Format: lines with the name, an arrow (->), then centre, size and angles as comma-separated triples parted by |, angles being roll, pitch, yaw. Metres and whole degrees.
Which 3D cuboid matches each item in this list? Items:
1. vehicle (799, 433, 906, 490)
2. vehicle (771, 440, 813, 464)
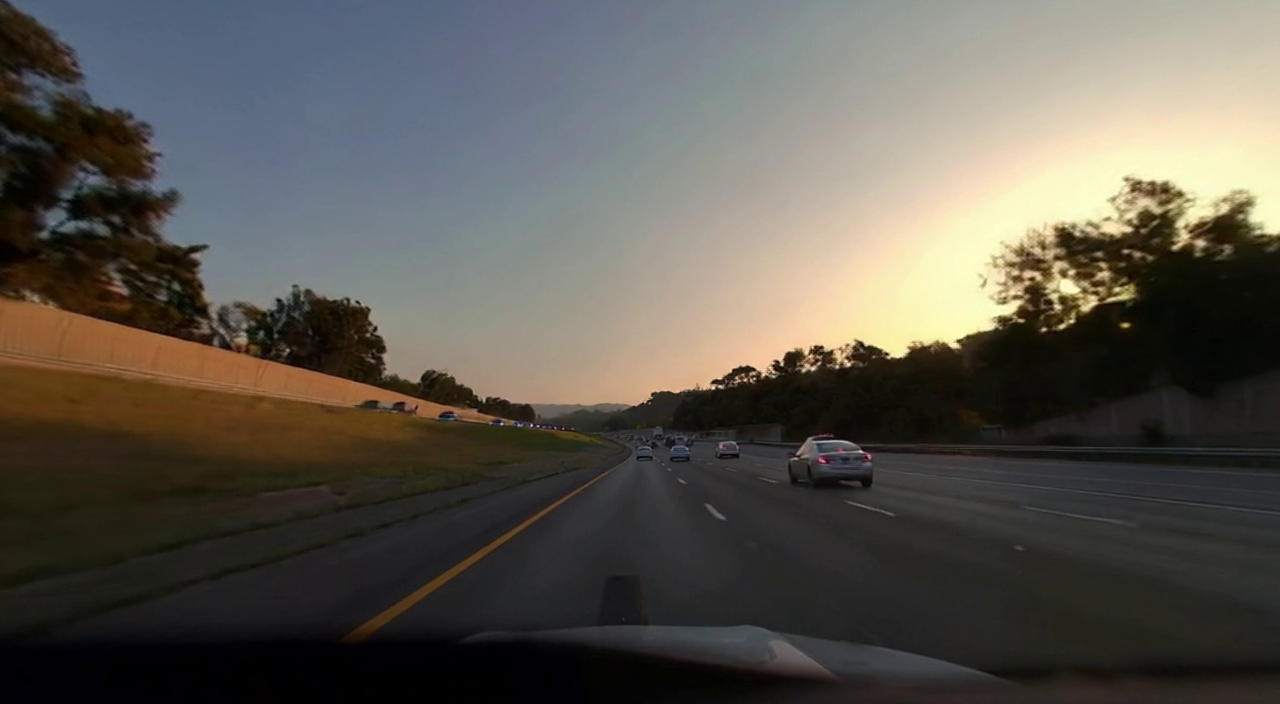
vehicle -> 7.113, 3.705, 21.621 | 2.048, 1.697, 4.689 | 0, -8, 0
vehicle -> 11.054, 7.277, 45.958 | 1.986, 1.644, 4.126 | 0, -8, 0
